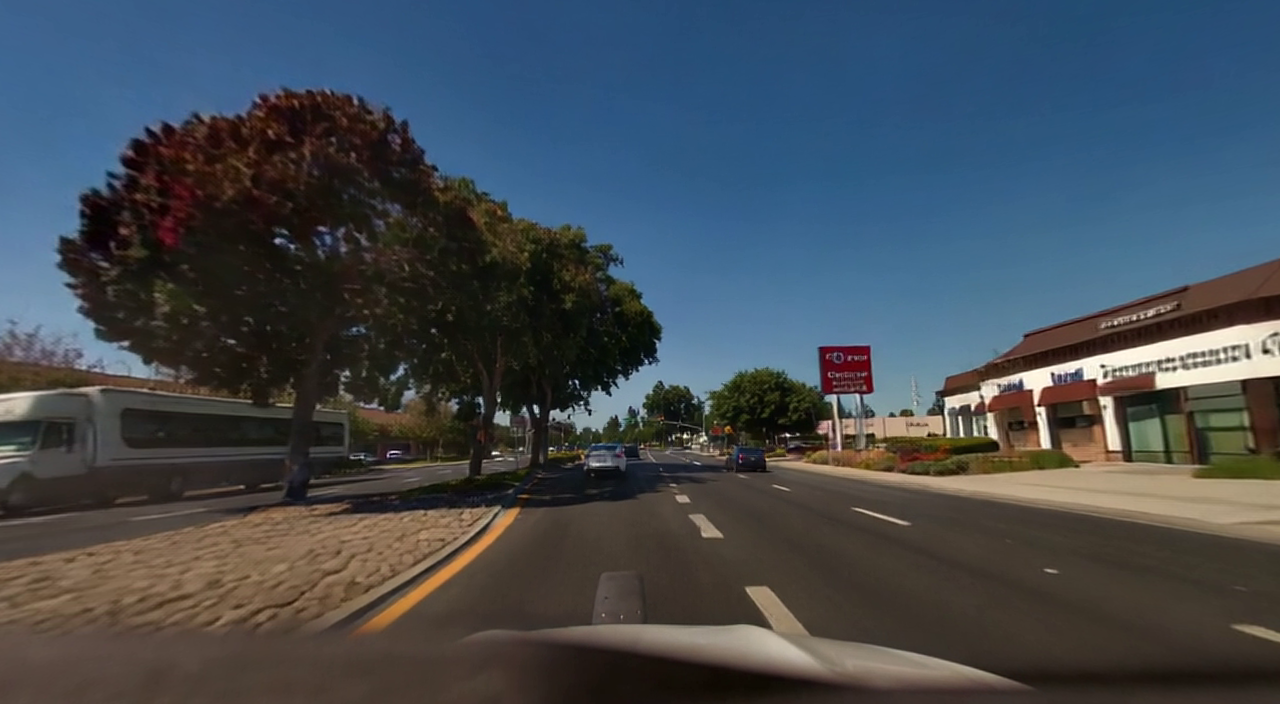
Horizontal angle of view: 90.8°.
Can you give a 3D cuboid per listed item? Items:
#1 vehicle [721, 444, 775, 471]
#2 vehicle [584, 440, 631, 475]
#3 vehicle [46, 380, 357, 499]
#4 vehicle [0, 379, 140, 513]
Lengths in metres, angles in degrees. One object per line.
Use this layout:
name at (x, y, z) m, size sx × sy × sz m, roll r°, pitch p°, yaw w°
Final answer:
vehicle at (6.211, 6.114, 36.817) m, size 2.075 × 1.475 × 4.571 m, roll 0°, pitch -8°, yaw -3°
vehicle at (-1.589, 5.029, 30.339) m, size 2.072 × 1.545 × 4.578 m, roll 0°, pitch -8°, yaw -4°
vehicle at (-19.285, 4.331, 30.809) m, size 3.133 × 4.167 × 16.699 m, roll 0°, pitch -8°, yaw 1°
vehicle at (-19.436, 2.957, 20.168) m, size 2.986 × 3.786 × 4.453 m, roll 0°, pitch -8°, yaw 1°
